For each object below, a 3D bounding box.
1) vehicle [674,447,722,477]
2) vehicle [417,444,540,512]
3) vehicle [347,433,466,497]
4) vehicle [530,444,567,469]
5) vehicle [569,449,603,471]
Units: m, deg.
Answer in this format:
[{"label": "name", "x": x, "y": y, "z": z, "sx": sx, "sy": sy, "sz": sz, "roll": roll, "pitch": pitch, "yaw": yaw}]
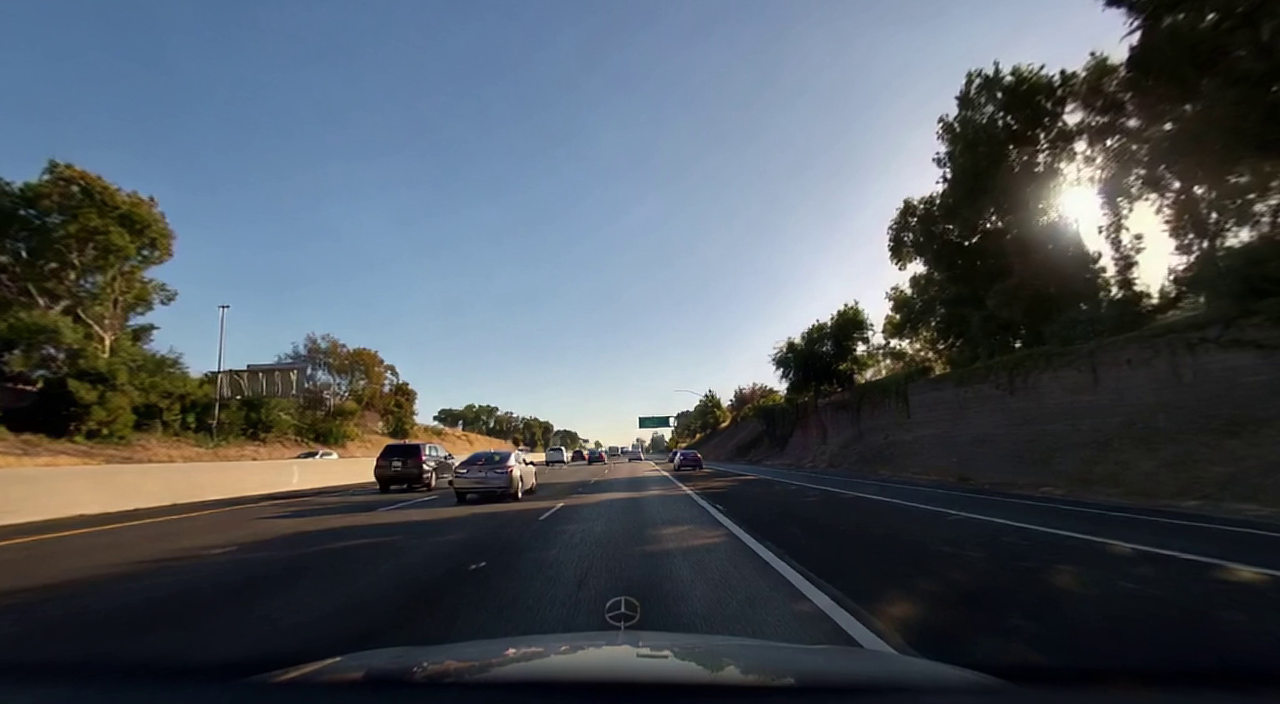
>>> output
[{"label": "vehicle", "x": 3.049, "y": 5.909, "z": 34.085, "sx": 2.141, "sy": 1.507, "sz": 4.510, "roll": 0, "pitch": -9, "yaw": -1}, {"label": "vehicle", "x": -3.975, "y": 3.158, "z": 16.345, "sx": 1.988, "sy": 1.506, "sz": 4.416, "roll": 0, "pitch": -9, "yaw": 0}, {"label": "vehicle", "x": -7.495, "y": 3.662, "z": 20.803, "sx": 2.142, "sy": 1.849, "sz": 4.566, "roll": 0, "pitch": -9, "yaw": 0}, {"label": "vehicle", "x": -6.972, "y": 8.023, "z": 48.424, "sx": 2.111, "sy": 1.811, "sz": 4.391, "roll": 0, "pitch": -9, "yaw": 1}, {"label": "vehicle", "x": -3.862, "y": 7.755, "z": 45.400, "sx": 2.071, "sy": 1.478, "sz": 4.130, "roll": 0, "pitch": -9, "yaw": 0}]
